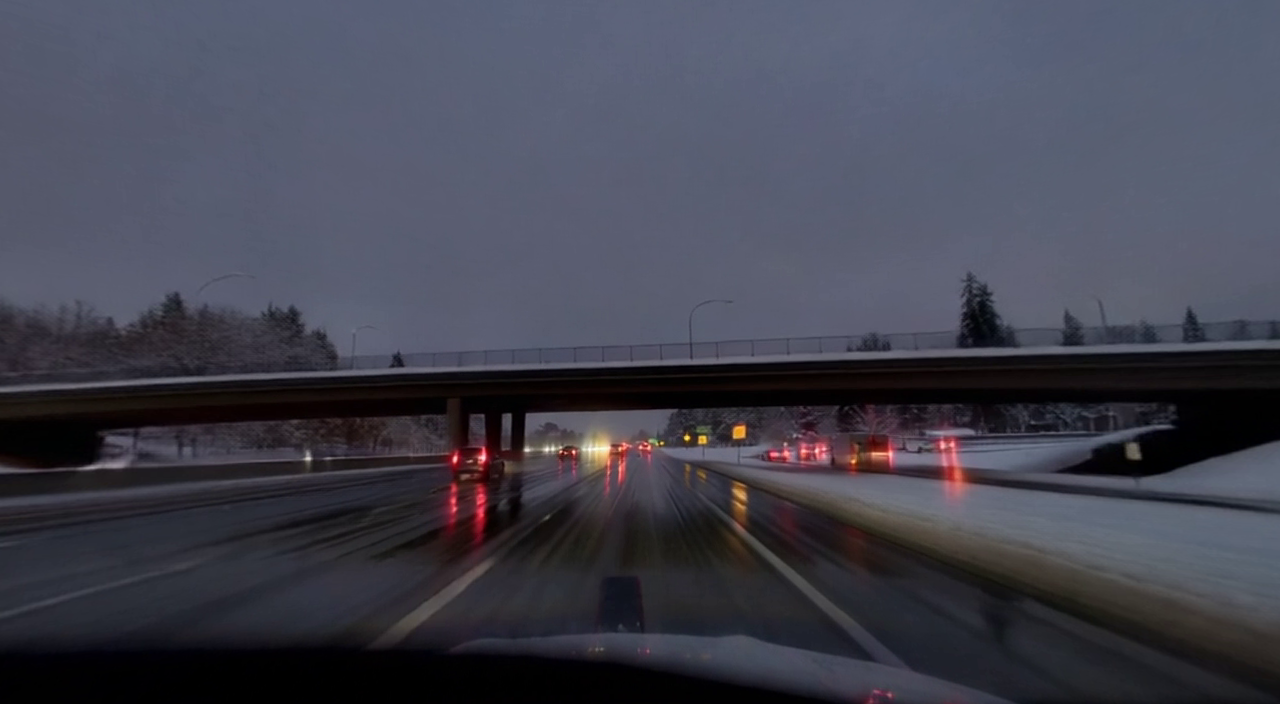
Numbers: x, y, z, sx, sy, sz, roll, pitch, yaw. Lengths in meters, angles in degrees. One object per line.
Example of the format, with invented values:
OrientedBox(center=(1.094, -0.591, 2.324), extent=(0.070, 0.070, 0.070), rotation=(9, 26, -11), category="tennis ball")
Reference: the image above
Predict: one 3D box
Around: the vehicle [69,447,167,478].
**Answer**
OrientedBox(center=(-28.193, 5.959, 34.194), extent=(1.866, 1.553, 3.969), rotation=(0, -8, 1), category="vehicle")

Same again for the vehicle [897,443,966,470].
OrientedBox(center=(17.648, 6.333, 38.397), extent=(1.884, 1.567, 4.692), rotation=(0, -8, -1), category="vehicle")

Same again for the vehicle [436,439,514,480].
OrientedBox(center=(-6.598, 4.338, 25.660), extent=(1.985, 1.513, 4.172), rotation=(0, -8, 0), category="vehicle")
